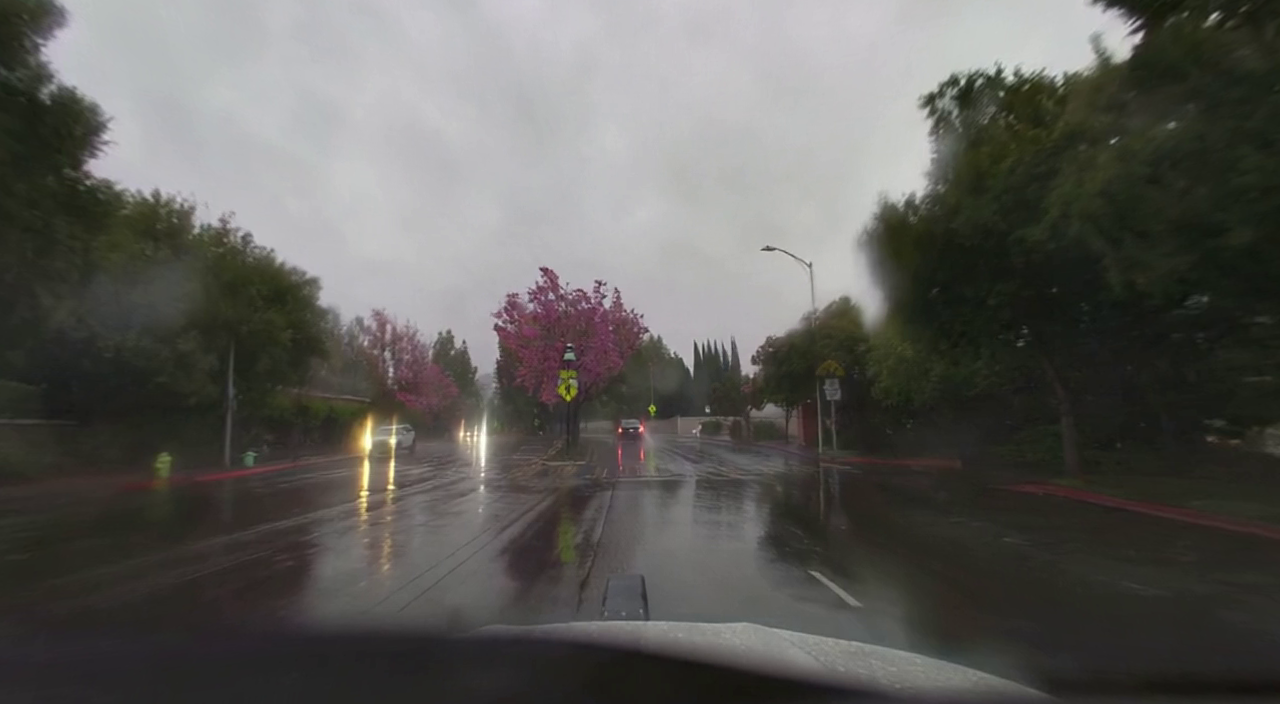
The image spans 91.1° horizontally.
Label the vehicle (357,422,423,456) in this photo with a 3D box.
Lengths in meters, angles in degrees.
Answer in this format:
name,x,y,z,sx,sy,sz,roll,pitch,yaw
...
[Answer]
name,x,y,z,sx,sy,sz,roll,pitch,yaw
vehicle,-14.991,5.275,37.962,2.182,1.933,4.940,0,-8,-3
